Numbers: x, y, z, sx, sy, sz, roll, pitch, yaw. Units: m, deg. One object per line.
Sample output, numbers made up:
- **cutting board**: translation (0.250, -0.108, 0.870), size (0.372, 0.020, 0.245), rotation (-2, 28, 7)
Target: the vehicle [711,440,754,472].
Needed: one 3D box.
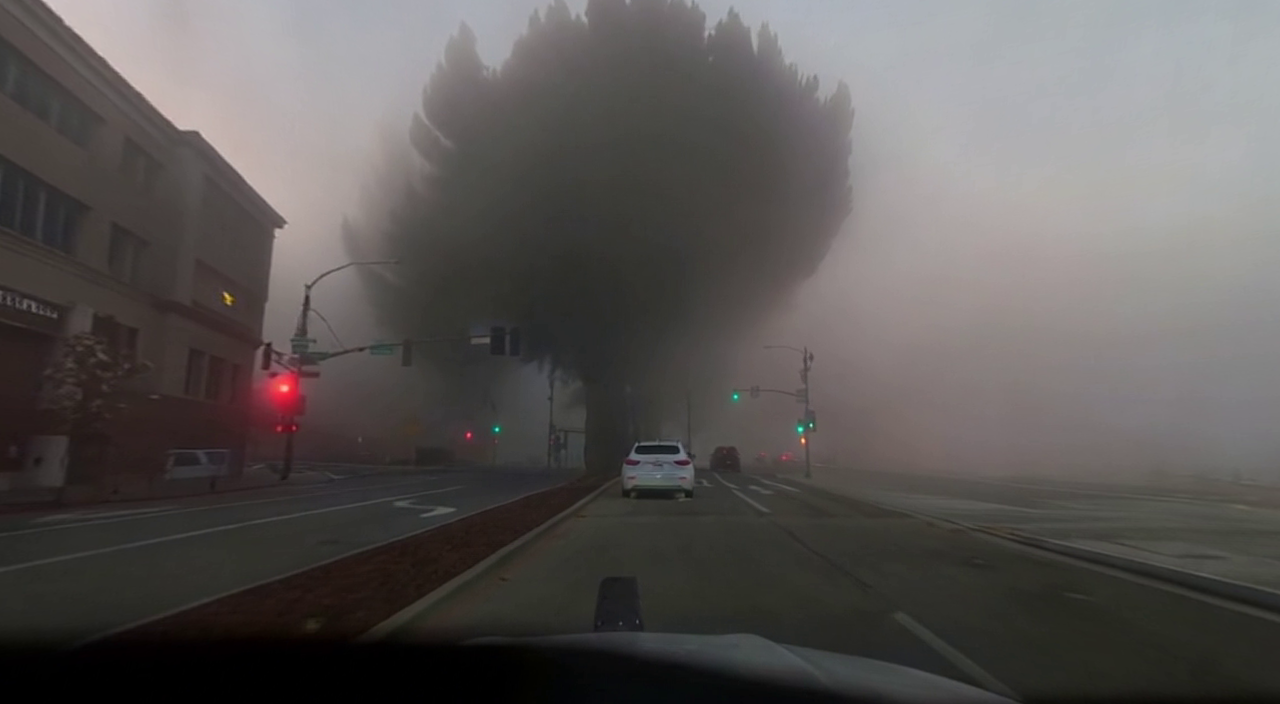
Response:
- **vehicle**: translation (5.762, 6.557, 40.045), size (2.092, 1.851, 4.913), rotation (0, -8, 2)

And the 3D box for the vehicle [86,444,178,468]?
- **vehicle**: translation (-37.938, 7.747, 47.273), size (4.877, 1.754, 1.978), rotation (1, -9, -8)

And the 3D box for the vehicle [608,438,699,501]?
- **vehicle**: translation (0.444, 3.108, 17.177), size (2.173, 1.479, 4.264), rotation (-1, -8, 3)
